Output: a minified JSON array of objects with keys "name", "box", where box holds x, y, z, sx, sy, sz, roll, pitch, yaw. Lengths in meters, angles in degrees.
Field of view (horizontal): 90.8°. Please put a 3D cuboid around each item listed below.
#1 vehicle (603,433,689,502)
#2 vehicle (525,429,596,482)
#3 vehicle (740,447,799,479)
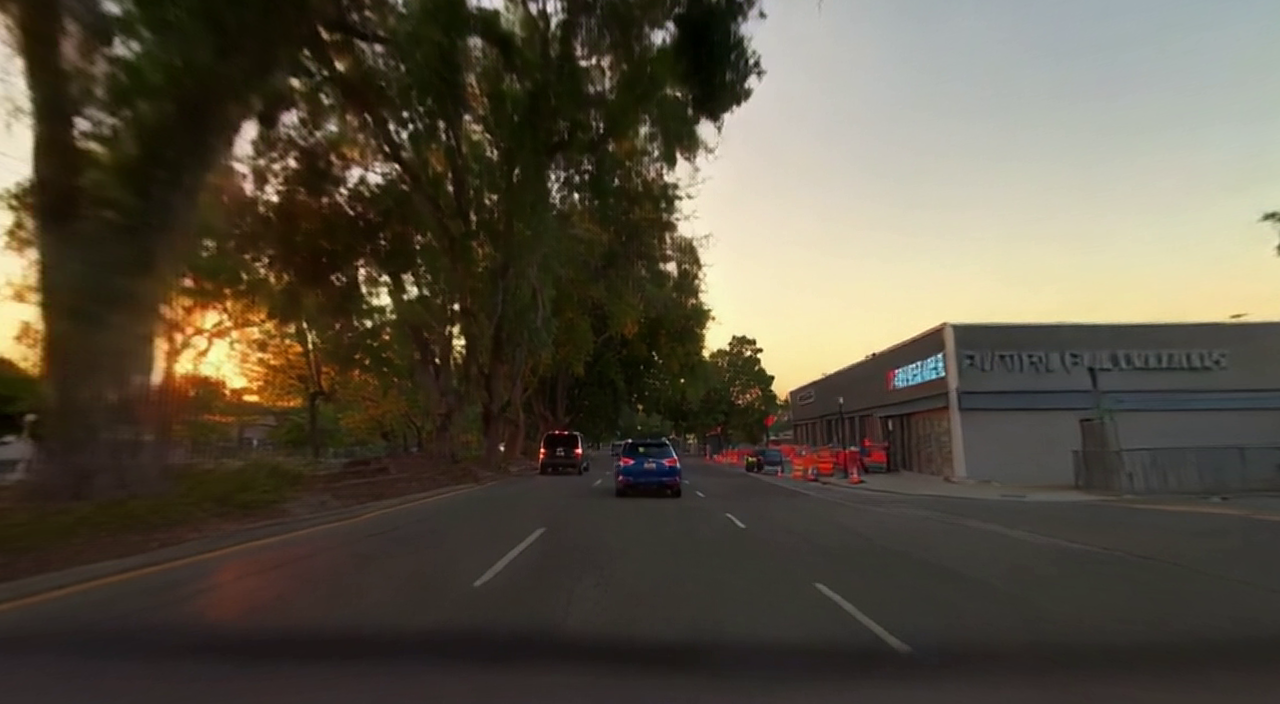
[{"name":"vehicle","box":[0.101,3.246,18.127,2.168,1.725,4.192,0,-9,-1]},{"name":"vehicle","box":[-3.369,4.552,28.022,2.357,2.063,5.488,0,-9,1]},{"name":"vehicle","box":[6.706,5.794,33.186,2.076,1.535,4.460,1,-9,-1]}]
